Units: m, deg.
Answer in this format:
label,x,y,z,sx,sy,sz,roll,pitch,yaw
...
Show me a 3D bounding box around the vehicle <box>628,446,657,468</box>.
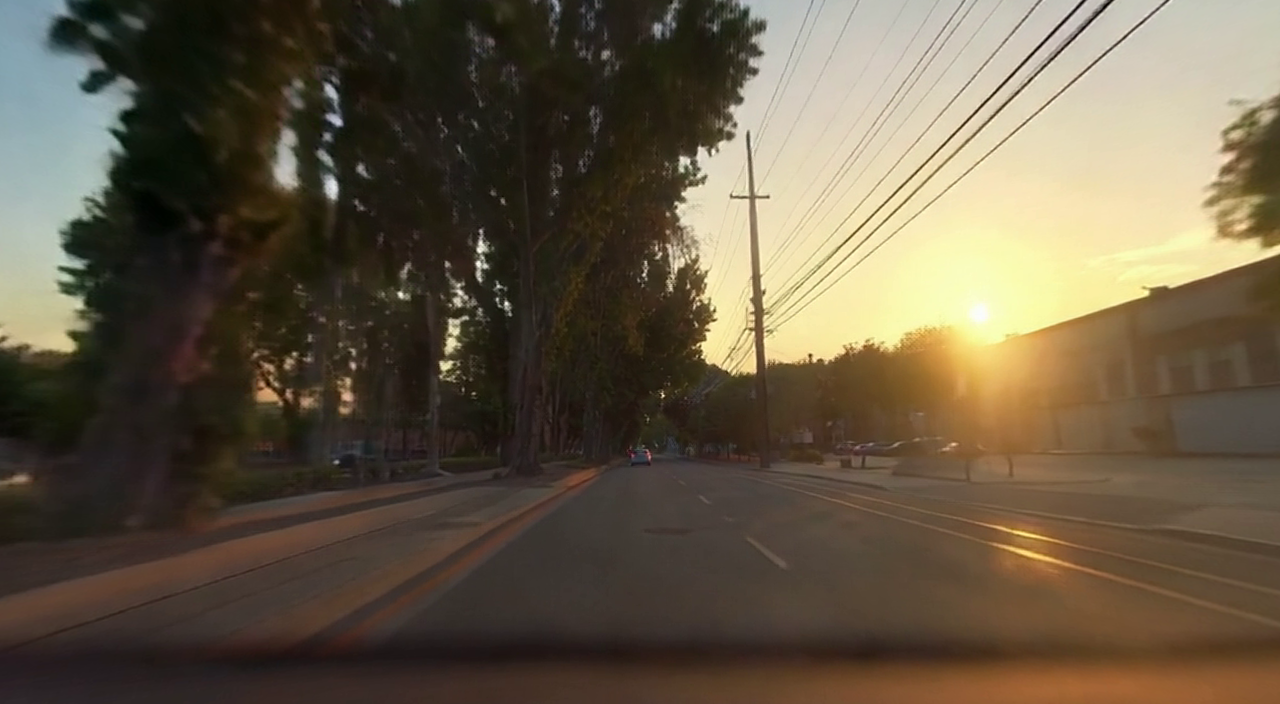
label,x,y,z,sx,sy,sz,roll,pitch,yaw
vehicle,0.166,7.834,47.309,2.109,1.501,4.042,1,-8,0
